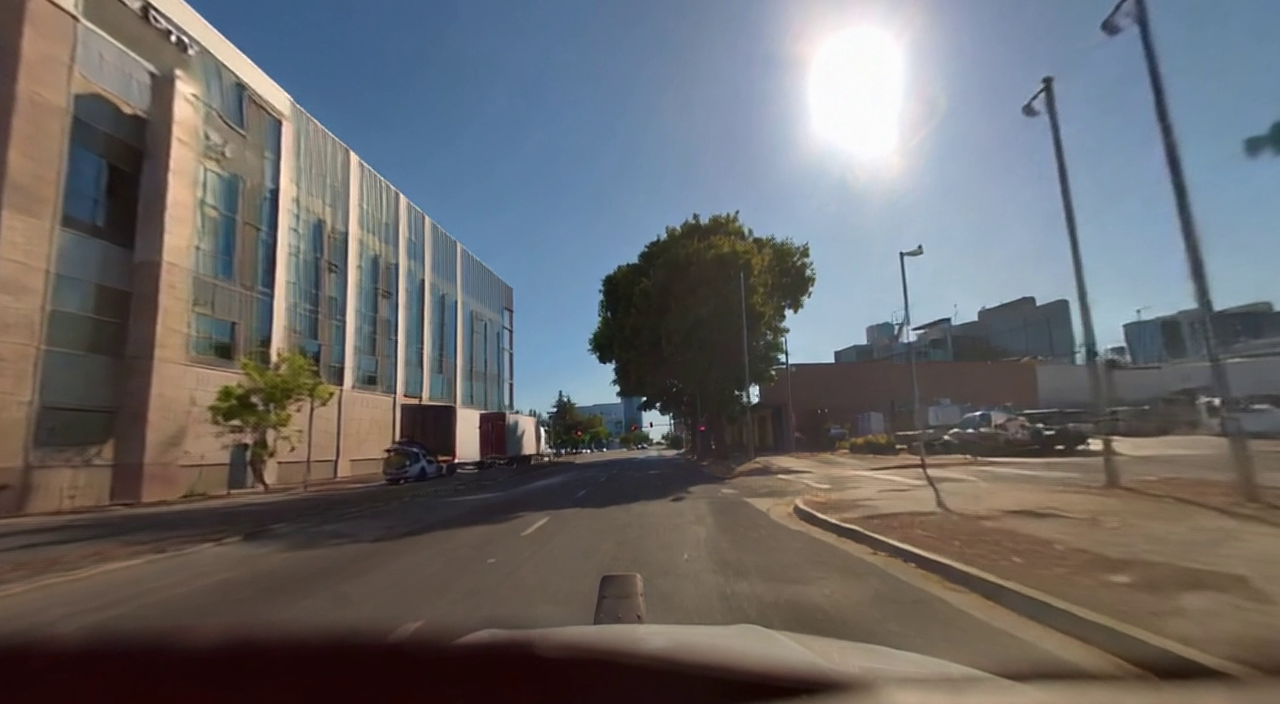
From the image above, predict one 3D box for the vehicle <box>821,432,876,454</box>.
[{"bbox_3d":[16.042,7.027,48.518,3.627,1.567,1.774,-3,-8,3],"label":"vehicle"}]
